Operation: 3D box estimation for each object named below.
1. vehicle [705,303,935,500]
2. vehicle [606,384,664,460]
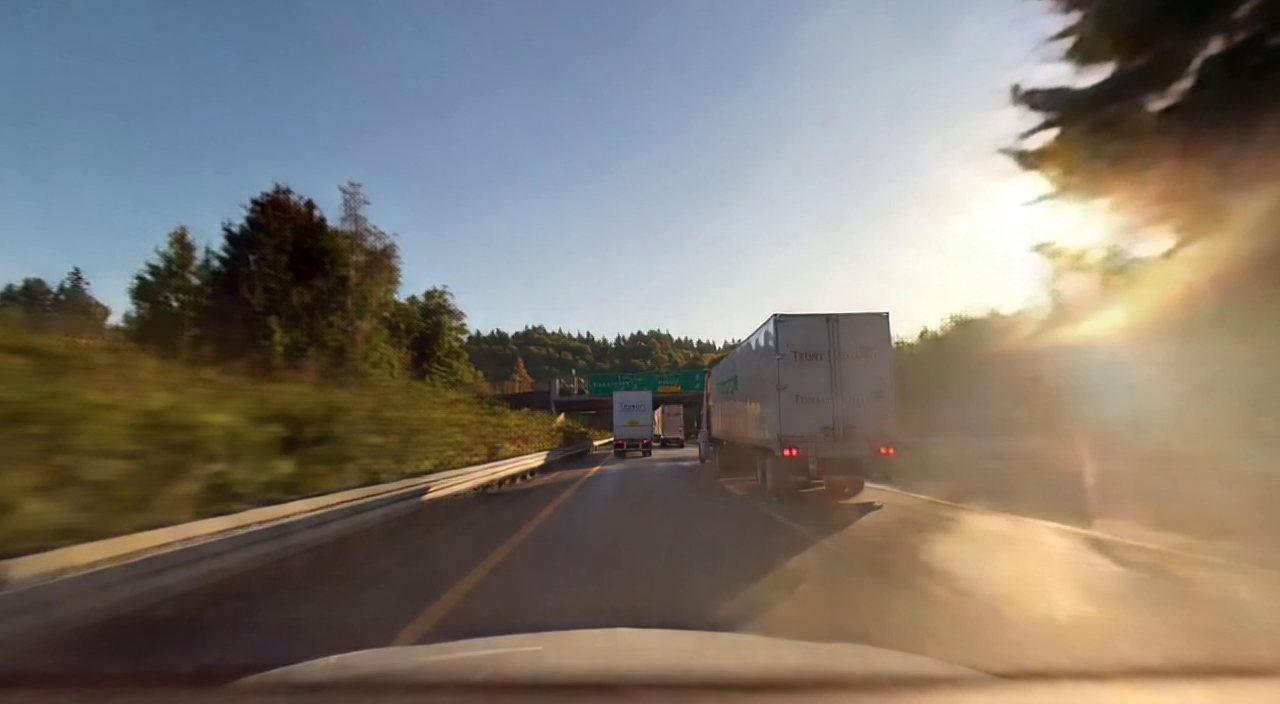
[{"bbox_3d":[4.519,1.984,20.538,2.856,4.145,14.500,0,-8,-1],"label":"vehicle"},{"bbox_3d":[-0.368,4.326,37.745,2.958,3.917,10.196,0,-8,-1],"label":"vehicle"}]
